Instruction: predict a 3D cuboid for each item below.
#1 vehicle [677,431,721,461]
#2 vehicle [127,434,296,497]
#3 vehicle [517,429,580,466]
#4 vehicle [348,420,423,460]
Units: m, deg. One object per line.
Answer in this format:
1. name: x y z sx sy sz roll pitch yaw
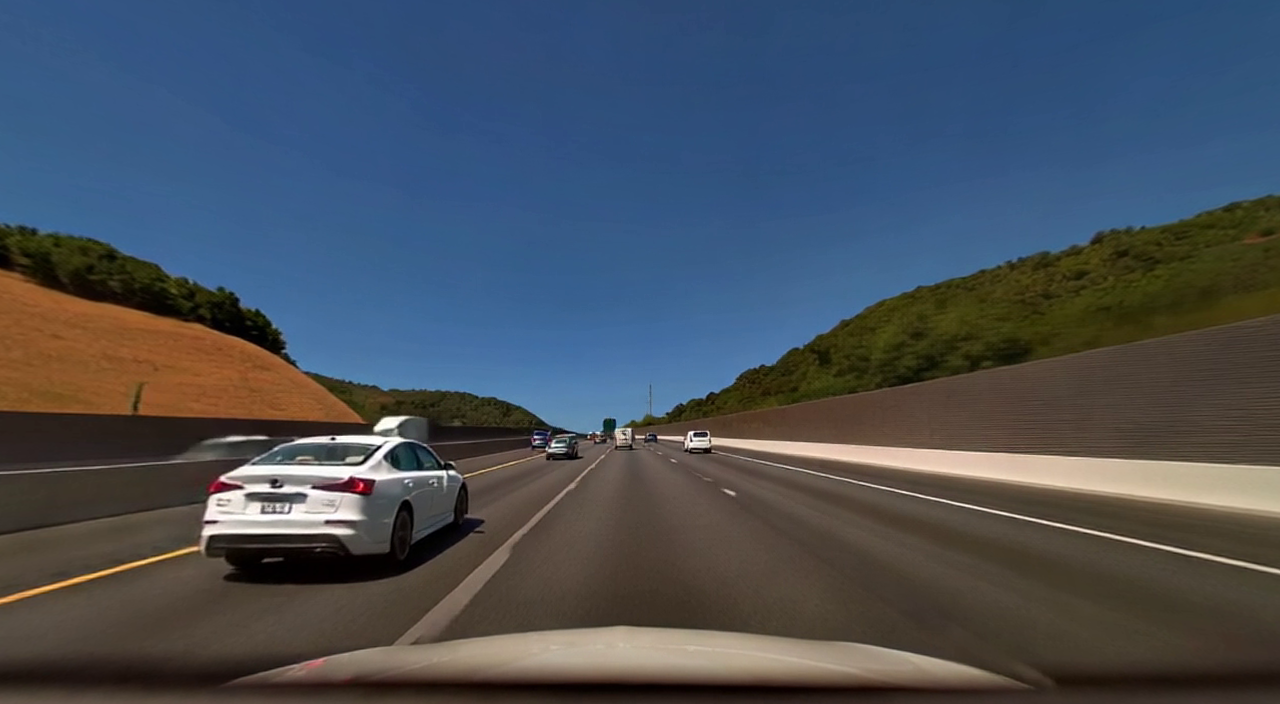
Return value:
1. vehicle: 3.047 4.893 33.133 1.806 1.469 3.681 0 -8 -2
2. vehicle: -11.274 2.960 16.980 1.761 1.495 4.028 0 -8 -1
3. vehicle: -4.009 4.241 28.227 2.204 1.486 4.121 0 -8 0
4. vehicle: -15.582 5.431 38.978 2.370 2.302 5.407 0 -8 -1
